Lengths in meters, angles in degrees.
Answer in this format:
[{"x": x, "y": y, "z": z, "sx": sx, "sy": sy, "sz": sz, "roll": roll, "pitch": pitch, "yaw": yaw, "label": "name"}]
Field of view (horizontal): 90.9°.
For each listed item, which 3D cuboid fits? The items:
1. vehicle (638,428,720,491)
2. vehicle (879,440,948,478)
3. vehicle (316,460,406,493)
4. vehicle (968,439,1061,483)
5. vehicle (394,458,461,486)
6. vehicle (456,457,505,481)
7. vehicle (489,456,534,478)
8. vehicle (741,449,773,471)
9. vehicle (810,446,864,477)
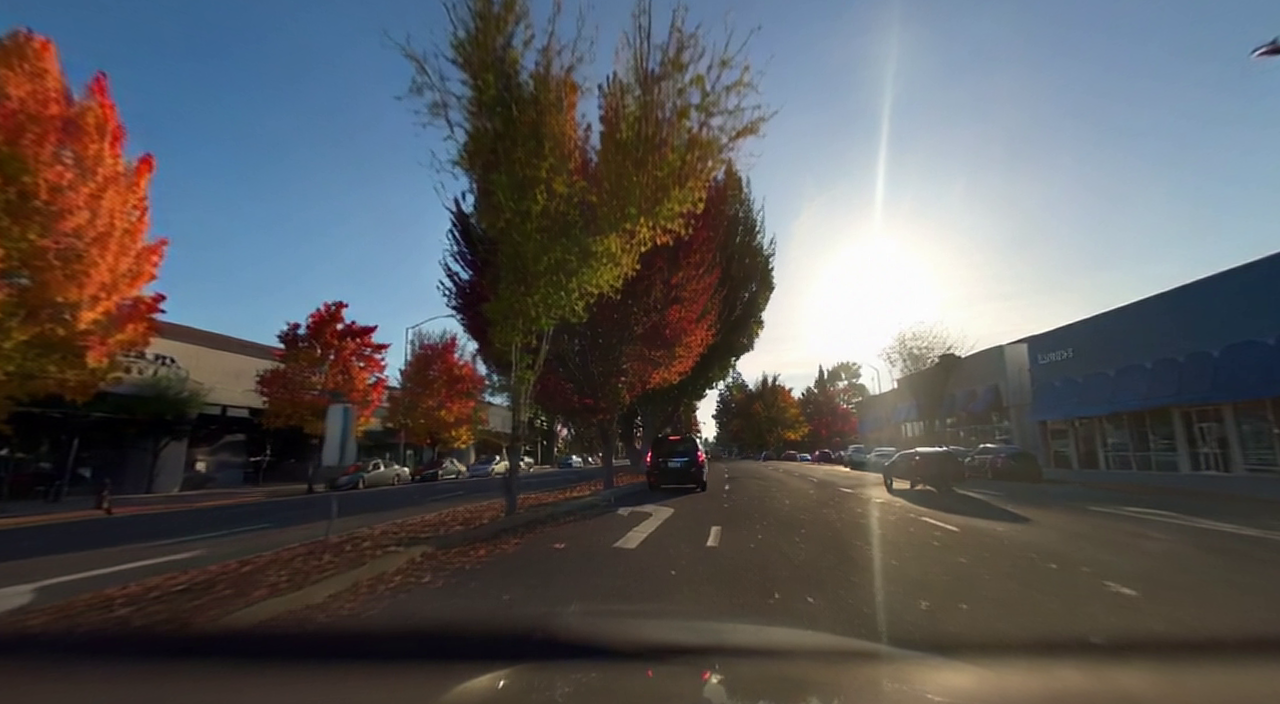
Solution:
[{"x": 1.466, "y": 3.609, "z": 21.415, "sx": 2.344, "sy": 1.863, "sz": 4.665, "roll": -1, "pitch": -9, "yaw": 9, "label": "vehicle"}, {"x": 13.829, "y": 5.416, "z": 32.193, "sx": 2.040, "sy": 1.738, "sz": 4.414, "roll": -1, "pitch": -9, "yaw": 7, "label": "vehicle"}, {"x": -13.231, "y": 5.897, "z": 30.263, "sx": 1.797, "sy": 1.351, "sz": 4.300, "roll": -2, "pitch": -9, "yaw": 10, "label": "vehicle"}, {"x": 16.310, "y": 4.736, "z": 27.719, "sx": 2.076, "sy": 1.759, "sz": 3.970, "roll": -1, "pitch": -9, "yaw": 8, "label": "vehicle"}, {"x": -12.155, "y": 6.873, "z": 36.348, "sx": 1.877, "sy": 1.445, "sz": 4.436, "roll": -1, "pitch": -9, "yaw": 7, "label": "vehicle"}, {"x": -11.100, "y": 8.167, "z": 44.302, "sx": 1.947, "sy": 1.558, "sz": 4.065, "roll": -1, "pitch": -9, "yaw": 7, "label": "vehicle"}, {"x": -10.084, "y": 9.048, "z": 49.871, "sx": 1.921, "sy": 1.621, "sz": 4.930, "roll": -1, "pitch": -9, "yaw": 8, "label": "vehicle"}, {"x": 9.039, "y": 8.356, "z": 49.108, "sx": 2.249, "sy": 1.621, "sz": 3.978, "roll": -1, "pitch": -9, "yaw": 8, "label": "vehicle"}, {"x": 10.102, "y": 5.615, "z": 32.646, "sx": 1.886, "sy": 1.464, "sz": 4.290, "roll": -1, "pitch": -9, "yaw": 7, "label": "vehicle"}]
